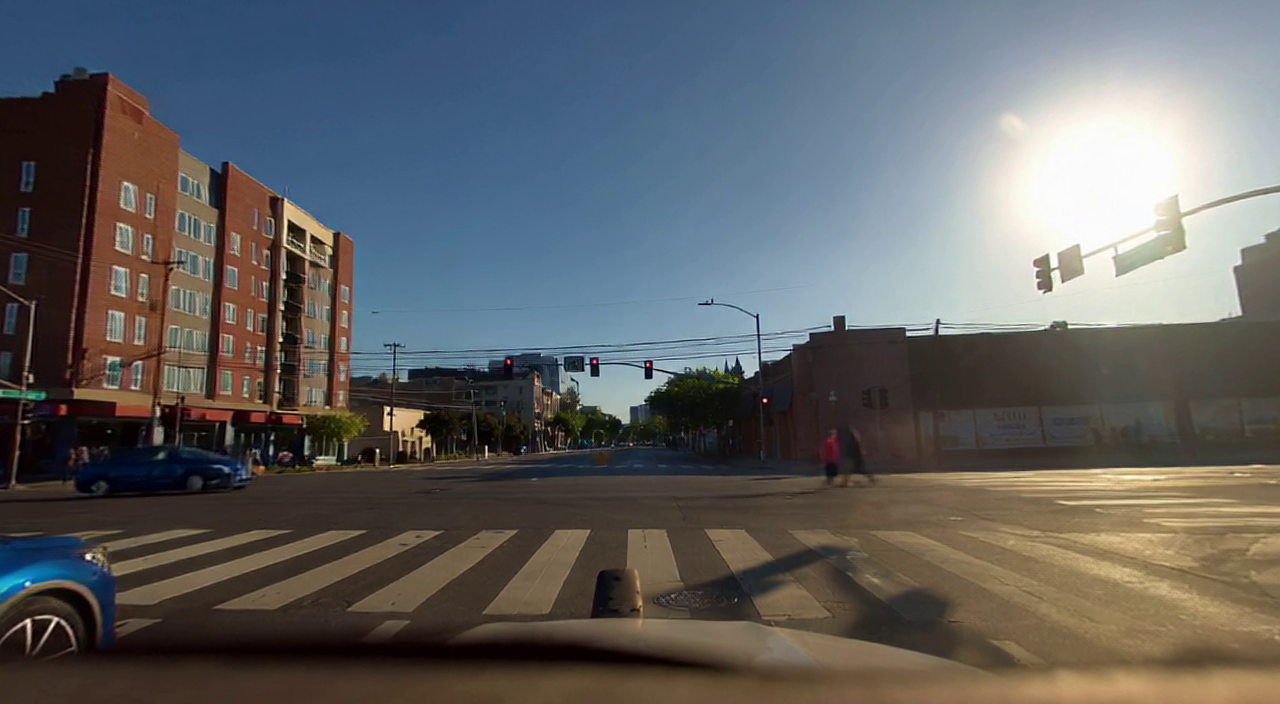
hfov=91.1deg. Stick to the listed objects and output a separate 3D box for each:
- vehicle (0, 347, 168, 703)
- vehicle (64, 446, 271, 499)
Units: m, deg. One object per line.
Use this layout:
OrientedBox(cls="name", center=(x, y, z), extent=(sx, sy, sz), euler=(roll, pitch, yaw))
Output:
OrientedBox(cls="vehicle", center=(-3.633, 0.614, 1.050), extent=(2.109, 1.692, 4.587), euler=(0, -8, 0))
OrientedBox(cls="vehicle", center=(-13.790, 3.513, 18.518), extent=(4.551, 1.454, 1.941), euler=(0, -8, 2))
